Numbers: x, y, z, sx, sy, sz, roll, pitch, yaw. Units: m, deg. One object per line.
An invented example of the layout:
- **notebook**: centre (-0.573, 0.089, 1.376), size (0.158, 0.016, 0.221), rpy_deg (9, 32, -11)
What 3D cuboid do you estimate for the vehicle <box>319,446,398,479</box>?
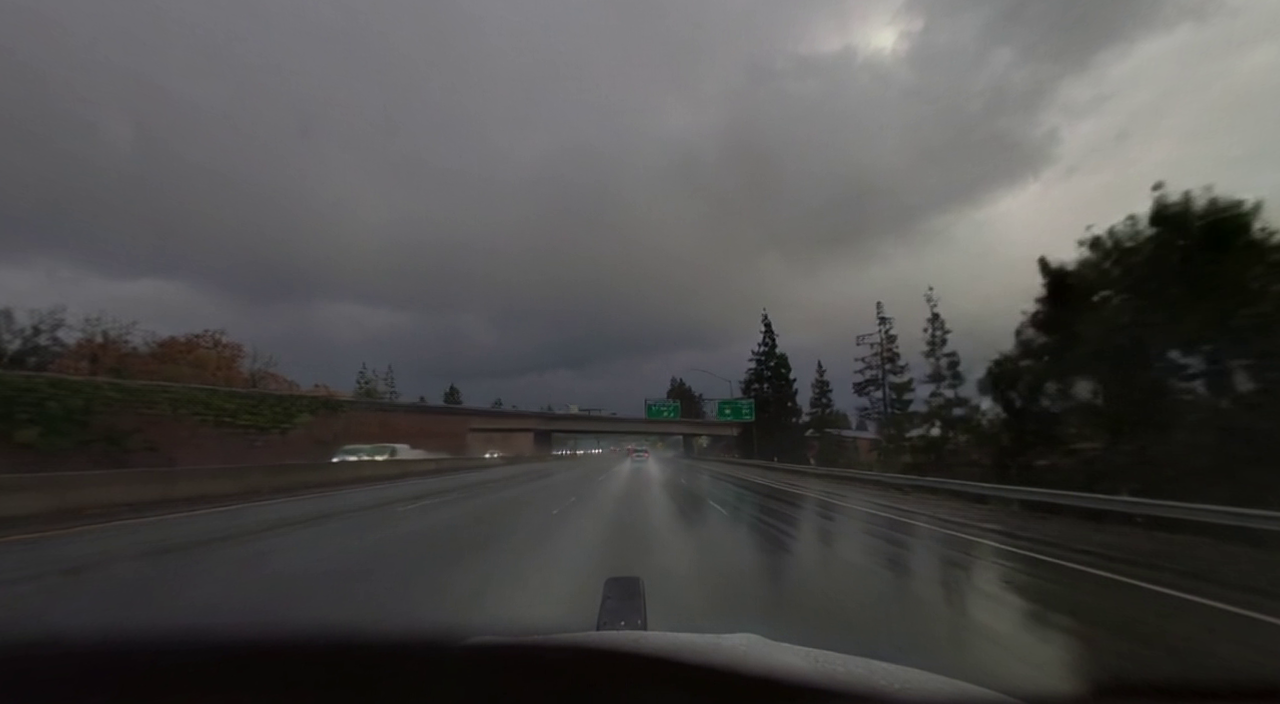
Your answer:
- **vehicle**: centre (-15.734, 6.165, 35.527), size (2.099, 1.702, 4.908), rpy_deg (-1, -9, 1)
